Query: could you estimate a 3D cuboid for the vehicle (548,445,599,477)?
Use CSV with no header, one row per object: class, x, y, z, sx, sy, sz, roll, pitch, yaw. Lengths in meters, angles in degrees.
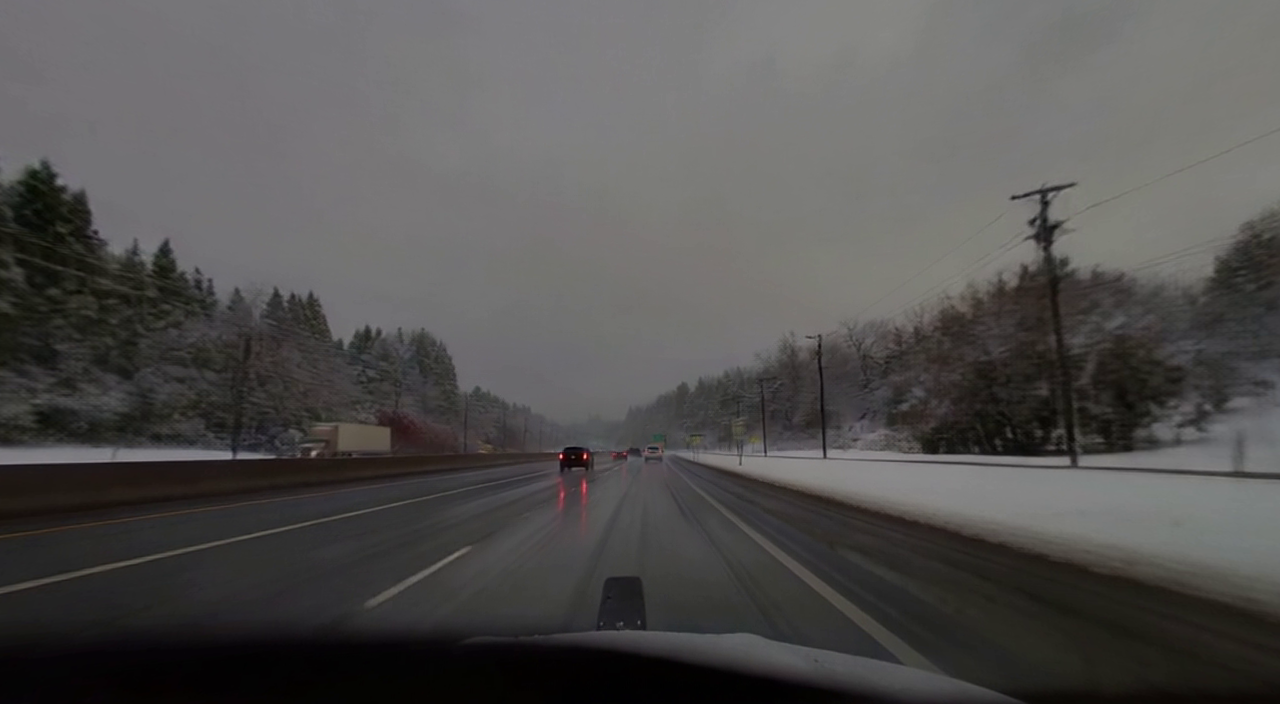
vehicle,-3.630,6.079,35.409,2.263,1.696,4.321,0,-9,2
